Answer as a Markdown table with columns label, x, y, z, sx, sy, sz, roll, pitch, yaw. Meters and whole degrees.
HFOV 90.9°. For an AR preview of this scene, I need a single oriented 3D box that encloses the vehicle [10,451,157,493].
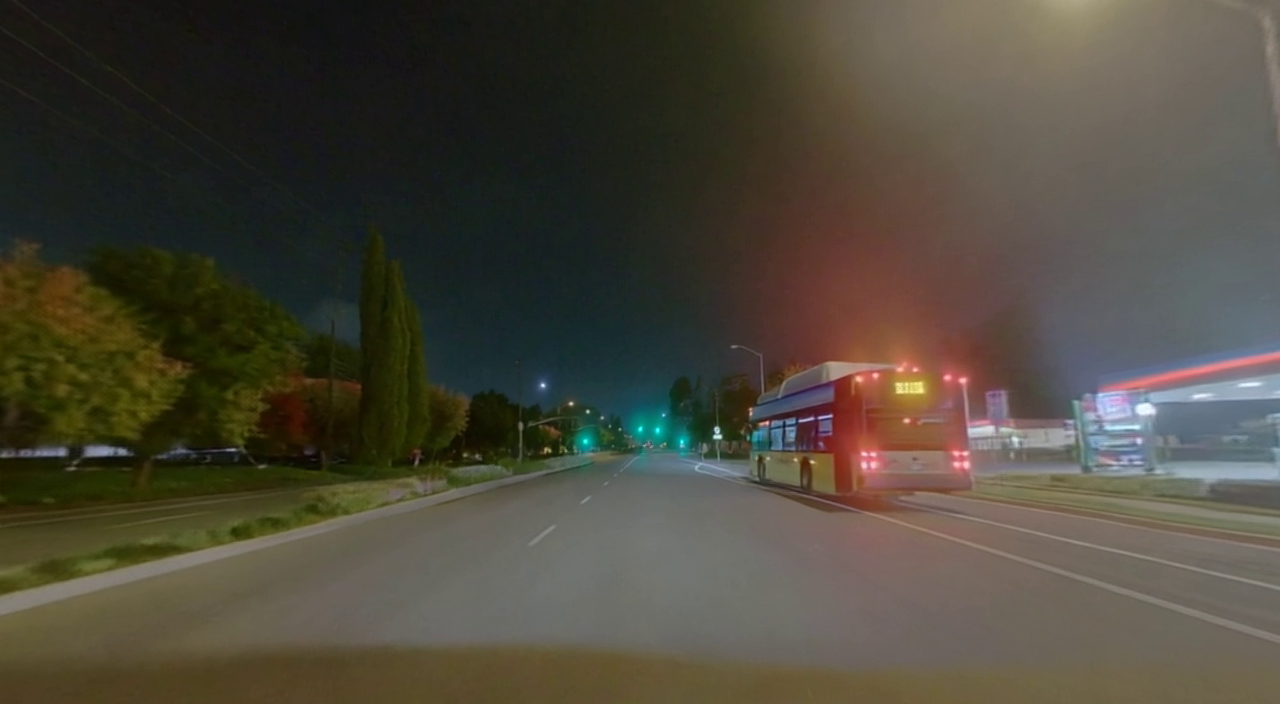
| label | x | y | z | sx | sy | sz | roll | pitch | yaw |
| --- | --- | --- | --- | --- | --- | --- | --- | --- | --- |
| vehicle | -24.316 | 5.232 | 27.672 | 4.325 | 1.716 | 2.358 | 0 | -9 | 5 |

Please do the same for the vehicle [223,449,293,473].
| label | x | y | z | sx | sy | sz | roll | pitch | yaw |
| --- | --- | --- | --- | --- | --- | --- | --- | --- | --- |
| vehicle | -29.727 | 8.437 | 49.081 | 4.251 | 1.563 | 1.950 | -3 | -8 | 4 |

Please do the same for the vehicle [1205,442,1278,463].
| label | x | y | z | sx | sy | sz | roll | pitch | yaw |
| --- | --- | --- | --- | --- | --- | --- | --- | --- | --- |
| vehicle | 45.162 | 7.530 | 47.460 | 1.808 | 1.467 | 4.288 | -2 | -8 | 11 |

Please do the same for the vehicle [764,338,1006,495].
| label | x | y | z | sx | sy | sz | roll | pitch | yaw |
| --- | --- | --- | --- | --- | --- | --- | --- | --- | --- |
| vehicle | 8.489 | 2.811 | 25.078 | 4.582 | 4.678 | 12.589 | 0 | -8 | 0 |
